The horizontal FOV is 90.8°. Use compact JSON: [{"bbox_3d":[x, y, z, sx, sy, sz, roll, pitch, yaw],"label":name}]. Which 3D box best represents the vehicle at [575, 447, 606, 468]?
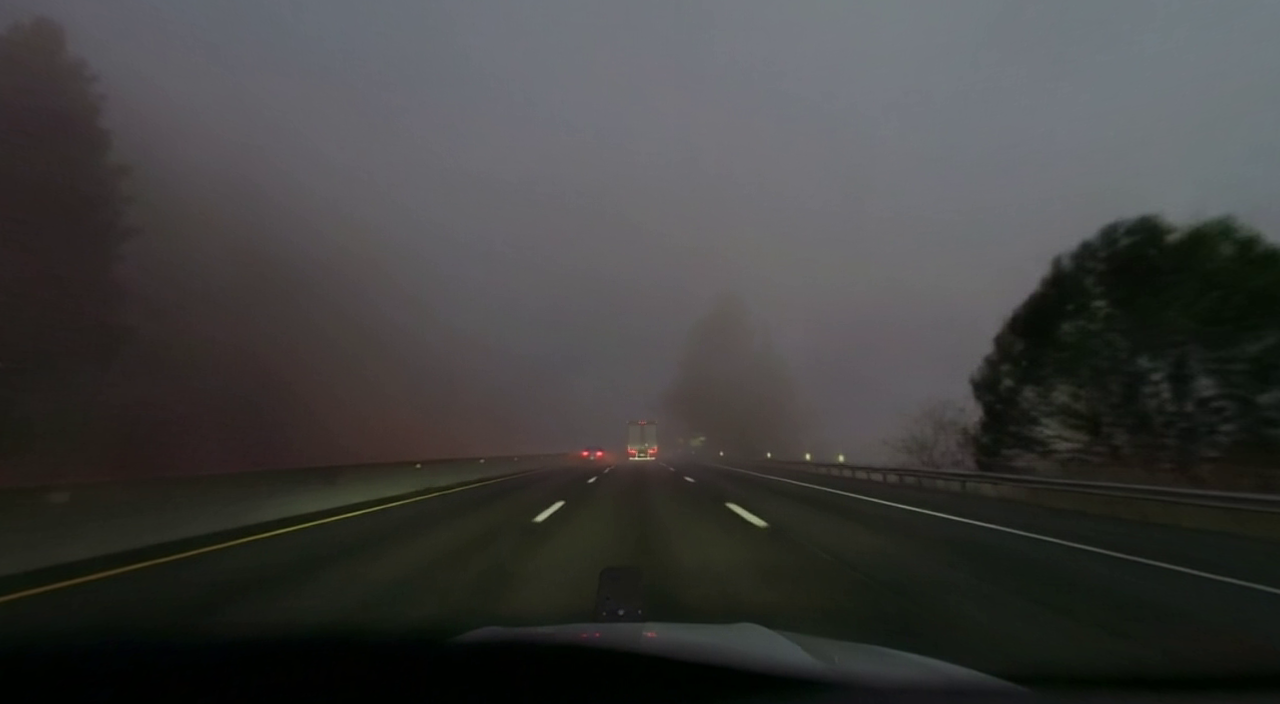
[{"bbox_3d":[-3.564,7.682,46.122,1.955,1.438,4.100,0,-9,-1],"label":"vehicle"}]
